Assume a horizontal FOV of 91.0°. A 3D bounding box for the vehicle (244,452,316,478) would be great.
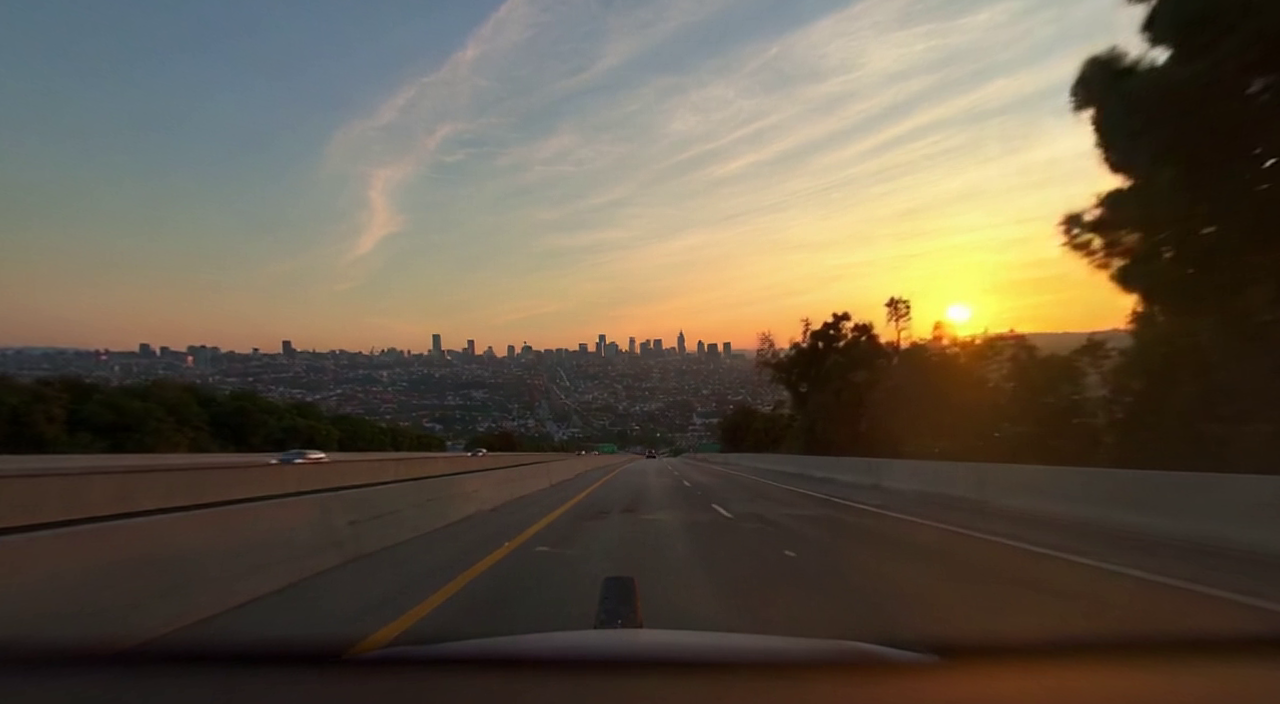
[{"bbox_3d":[-22.975,7.182,40.359,1.847,1.521,4.688,0,-9,0],"label":"vehicle"}]
